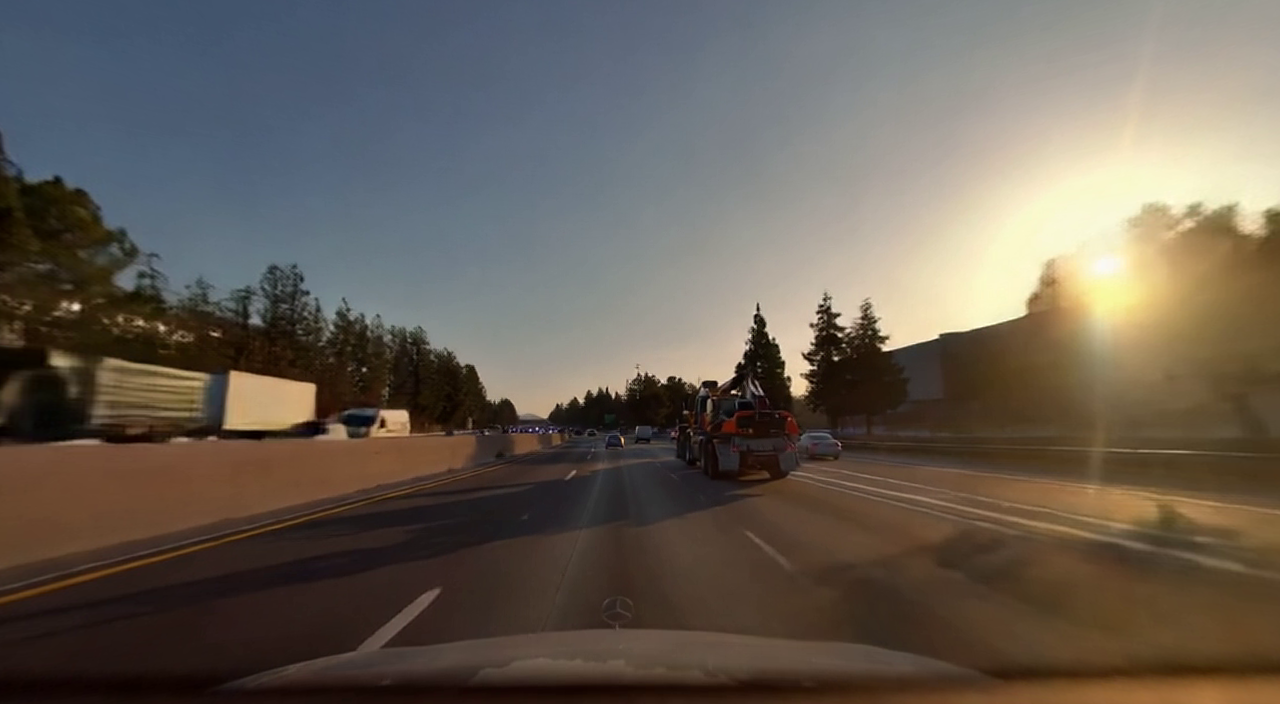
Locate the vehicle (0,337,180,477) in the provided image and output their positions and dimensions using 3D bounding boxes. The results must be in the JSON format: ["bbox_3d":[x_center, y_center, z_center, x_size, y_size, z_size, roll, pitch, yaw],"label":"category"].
[{"bbox_3d":[-18.987,1.711,18.781,3.022,3.791,10.271,0,-8,-2],"label":"vehicle"}]

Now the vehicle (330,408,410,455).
[{"bbox_3d":[-15.691,4.679,37.030,2.254,2.533,5.803,0,-8,-2],"label":"vehicle"}]

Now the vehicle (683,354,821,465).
[{"bbox_3d":[3.510,2.185,22.176,2.833,3.180,8.004,1,-8,-4],"label":"vehicle"}]

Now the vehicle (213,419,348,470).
[{"bbox_3d":[-12.014,3.132,21.493,2.000,1.546,4.563,0,-8,-2],"label":"vehicle"}]
